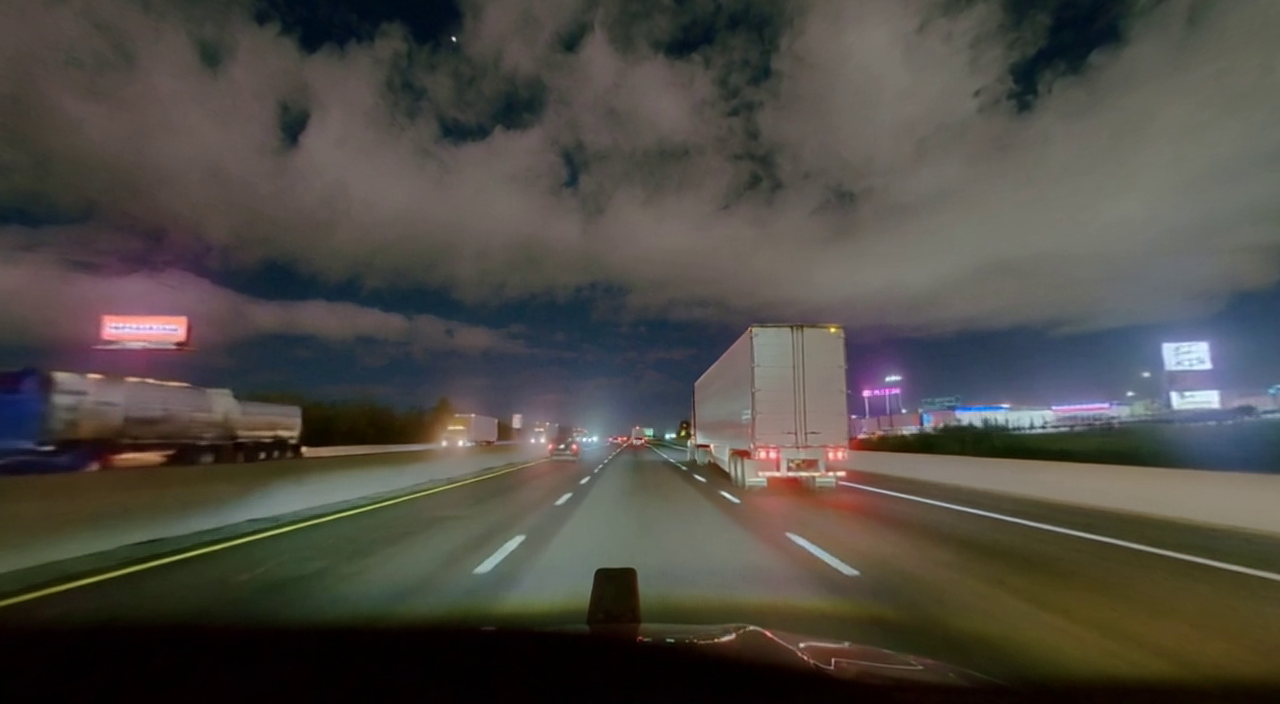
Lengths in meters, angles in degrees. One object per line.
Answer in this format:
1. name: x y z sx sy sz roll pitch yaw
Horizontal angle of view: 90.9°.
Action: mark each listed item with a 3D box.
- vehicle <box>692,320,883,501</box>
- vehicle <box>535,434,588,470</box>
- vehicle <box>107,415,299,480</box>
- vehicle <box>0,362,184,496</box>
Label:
1. vehicle: 3.550 1.943 18.924 2.871 3.815 11.331 0 -8 -1
2. vehicle: -3.431 4.437 28.350 1.930 1.484 3.849 0 -8 -1
3. vehicle: -19.846 4.402 29.574 2.932 2.543 8.599 0 -8 -1
4. vehicle: -19.665 2.480 20.031 2.985 3.765 9.890 0 -8 -1
